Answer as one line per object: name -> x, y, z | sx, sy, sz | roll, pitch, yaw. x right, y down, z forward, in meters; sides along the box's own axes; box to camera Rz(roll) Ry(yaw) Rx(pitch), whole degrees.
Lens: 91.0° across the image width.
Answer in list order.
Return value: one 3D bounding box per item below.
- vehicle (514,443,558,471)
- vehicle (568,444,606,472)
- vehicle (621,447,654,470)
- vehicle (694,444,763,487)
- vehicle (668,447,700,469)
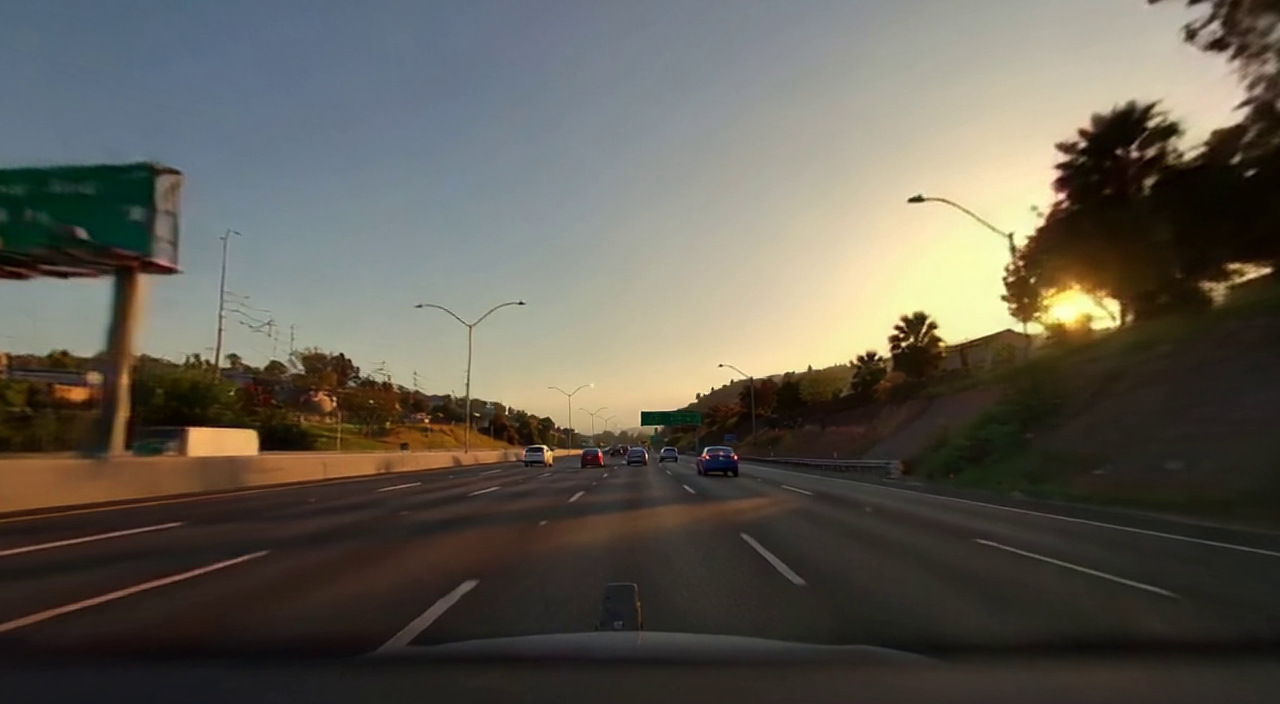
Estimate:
vehicle -> -6.850, 6.953, 41.972 | 2.112, 1.721, 4.381 | 0, -9, 1
vehicle -> -3.308, 6.701, 40.112 | 2.091, 1.664, 4.157 | 0, -9, 0
vehicle -> -0.177, 7.311, 43.588 | 2.166, 1.496, 4.158 | 0, -9, 0
vehicle -> 3.428, 4.514, 25.389 | 2.077, 1.527, 4.553 | 0, -9, -1
vehicle -> 3.208, 7.809, 46.391 | 2.036, 1.517, 4.256 | 0, -9, 0
